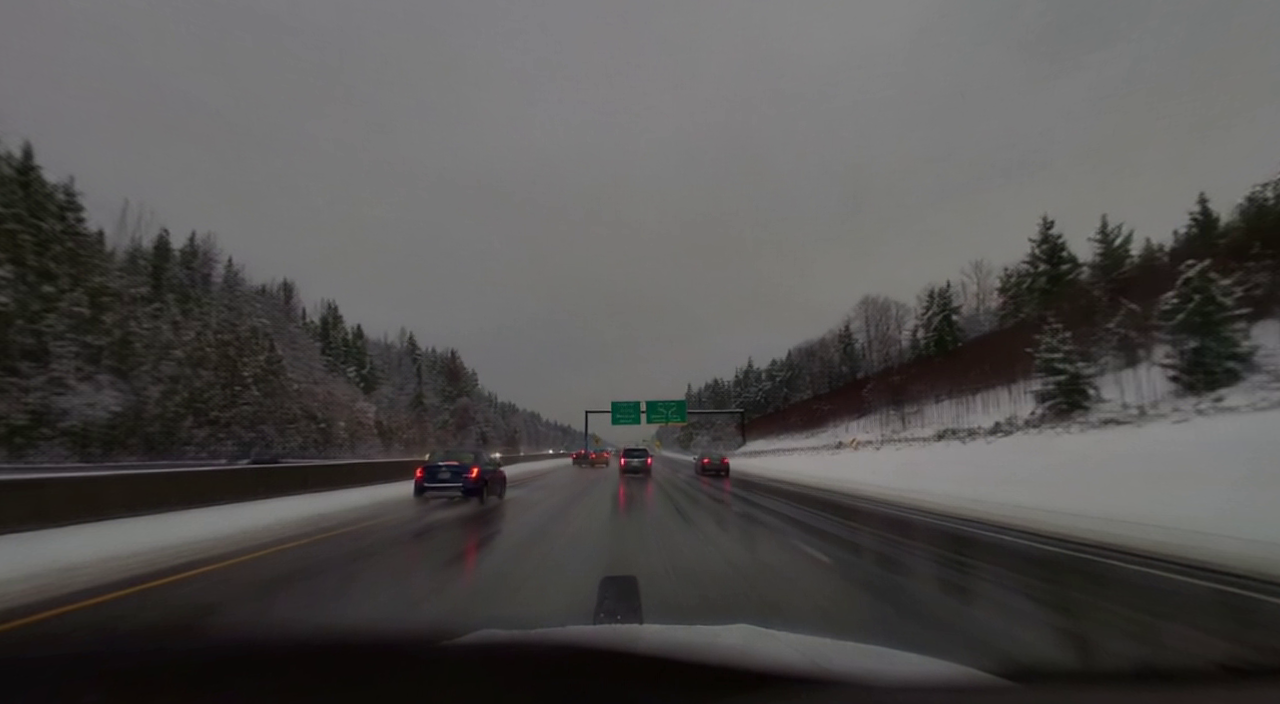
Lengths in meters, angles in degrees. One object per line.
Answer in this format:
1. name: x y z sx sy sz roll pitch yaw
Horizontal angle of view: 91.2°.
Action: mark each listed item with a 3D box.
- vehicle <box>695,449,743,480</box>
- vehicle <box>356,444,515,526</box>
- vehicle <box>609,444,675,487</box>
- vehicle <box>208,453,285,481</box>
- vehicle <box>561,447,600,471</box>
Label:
1. vehicle: 4.249 6.118 34.460 2.035 1.571 4.413 0 -9 -1
2. vehicle: -4.136 2.743 13.499 2.017 1.469 4.113 0 -9 0
3. vehicle: 0.072 4.828 27.013 2.634 1.679 4.070 0 -9 0
4. vehicle: -22.220 6.483 35.524 1.777 1.473 3.876 0 -9 1
5. vehicle: -4.377 7.996 46.959 2.545 1.679 4.267 0 -9 0
